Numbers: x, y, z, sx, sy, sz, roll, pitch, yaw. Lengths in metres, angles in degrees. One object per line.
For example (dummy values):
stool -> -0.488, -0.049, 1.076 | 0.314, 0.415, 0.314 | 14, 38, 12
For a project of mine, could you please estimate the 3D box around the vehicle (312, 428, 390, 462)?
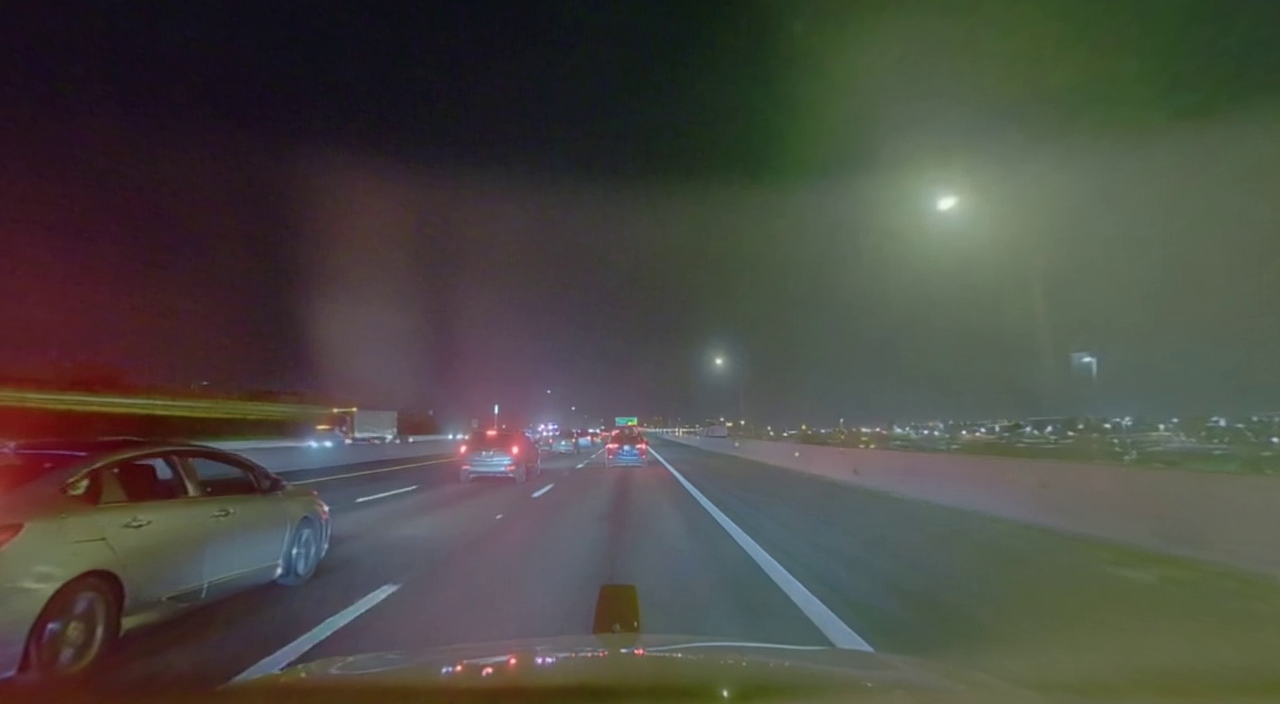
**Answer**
vehicle -> -15.546, 5.028, 34.155 | 2.078, 1.665, 4.538 | 0, -8, 0

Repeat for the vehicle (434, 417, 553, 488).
vehicle -> -3.866, 2.746, 17.559 | 2.154, 1.690, 4.595 | 0, -8, 1

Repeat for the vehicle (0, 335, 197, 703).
vehicle -> -3.748, 0.651, 1.609 | 2.107, 1.703, 4.274 | 0, -8, -1

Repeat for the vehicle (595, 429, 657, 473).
vehicle -> -0.480, 3.572, 23.043 | 2.070, 1.452, 3.834 | 0, -8, -1
